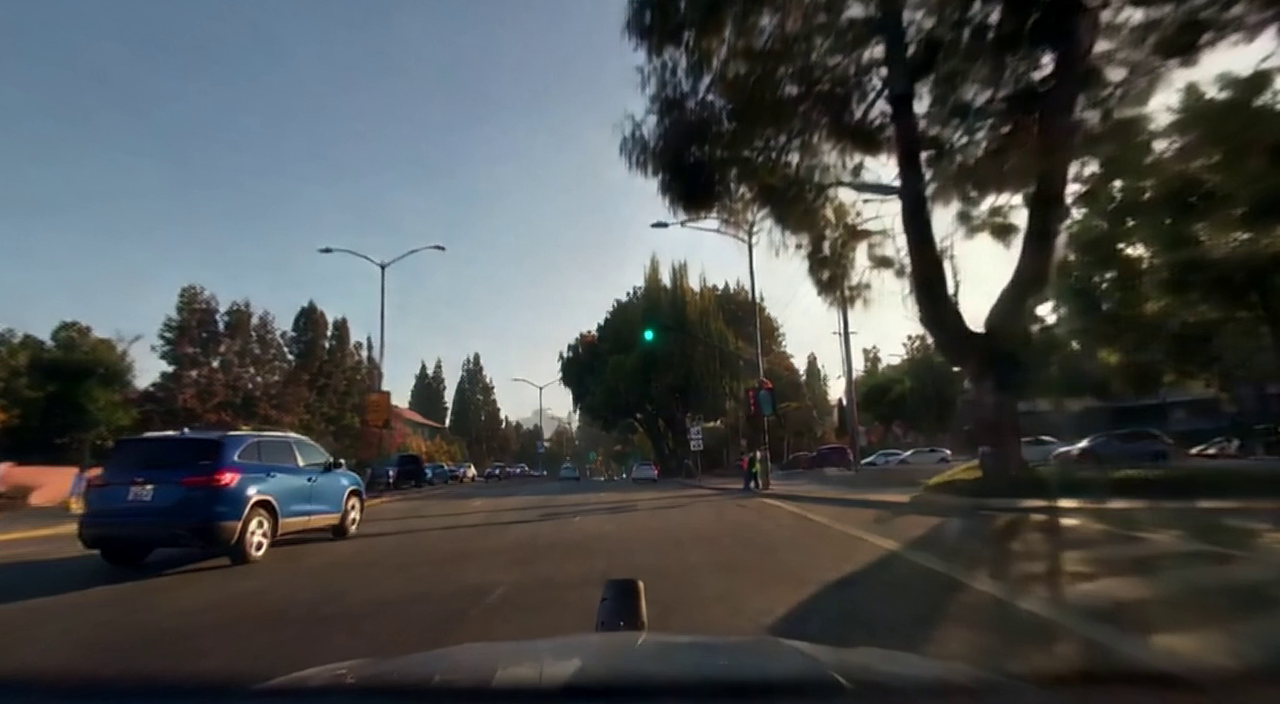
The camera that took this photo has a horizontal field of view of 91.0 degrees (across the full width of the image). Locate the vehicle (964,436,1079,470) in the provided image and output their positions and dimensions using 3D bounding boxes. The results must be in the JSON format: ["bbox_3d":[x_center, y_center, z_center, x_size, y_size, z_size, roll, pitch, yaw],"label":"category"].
[{"bbox_3d":[18.973,5.001,31.576,1.947,1.477,4.661,4,-7,-21],"label":"vehicle"}]

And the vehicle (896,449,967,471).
[{"bbox_3d":[21.792,8.149,47.377,1.933,1.487,5.136,1,-10,-14],"label":"vehicle"}]

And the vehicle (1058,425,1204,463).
[{"bbox_3d":[21.027,3.981,27.204,1.876,1.465,4.500,4,-9,-26],"label":"vehicle"}]

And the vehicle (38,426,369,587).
[{"bbox_3d":[-6.181,2.166,9.767,2.027,1.908,4.273,0,-8,0],"label":"vehicle"}]

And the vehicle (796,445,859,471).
[{"bbox_3d":[13.355,7.535,45.160,1.950,1.697,4.906,2,-9,-15],"label":"vehicle"}]

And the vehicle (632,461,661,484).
[{"bbox_3d":[0.439,8.913,46.753,2.091,1.494,3.962,0,-8,0],"label":"vehicle"}]

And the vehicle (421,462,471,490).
[{"bbox_3d":[-11.994,7.672,39.204,1.871,1.539,3.929,0,-8,0],"label":"vehicle"}]

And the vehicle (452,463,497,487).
[{"bbox_3d":[-12.175,9.098,46.711,2.077,1.505,4.714,0,-8,0],"label":"vehicle"}]

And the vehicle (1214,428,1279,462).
[{"bbox_3d":[30.585,4.427,30.160,1.906,1.551,3.992,3,-10,-31],"label":"vehicle"}]

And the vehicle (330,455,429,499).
[{"bbox_3d":[-12.139,5.842,29.925,2.167,1.799,5.682,0,-8,1],"label":"vehicle"}]
